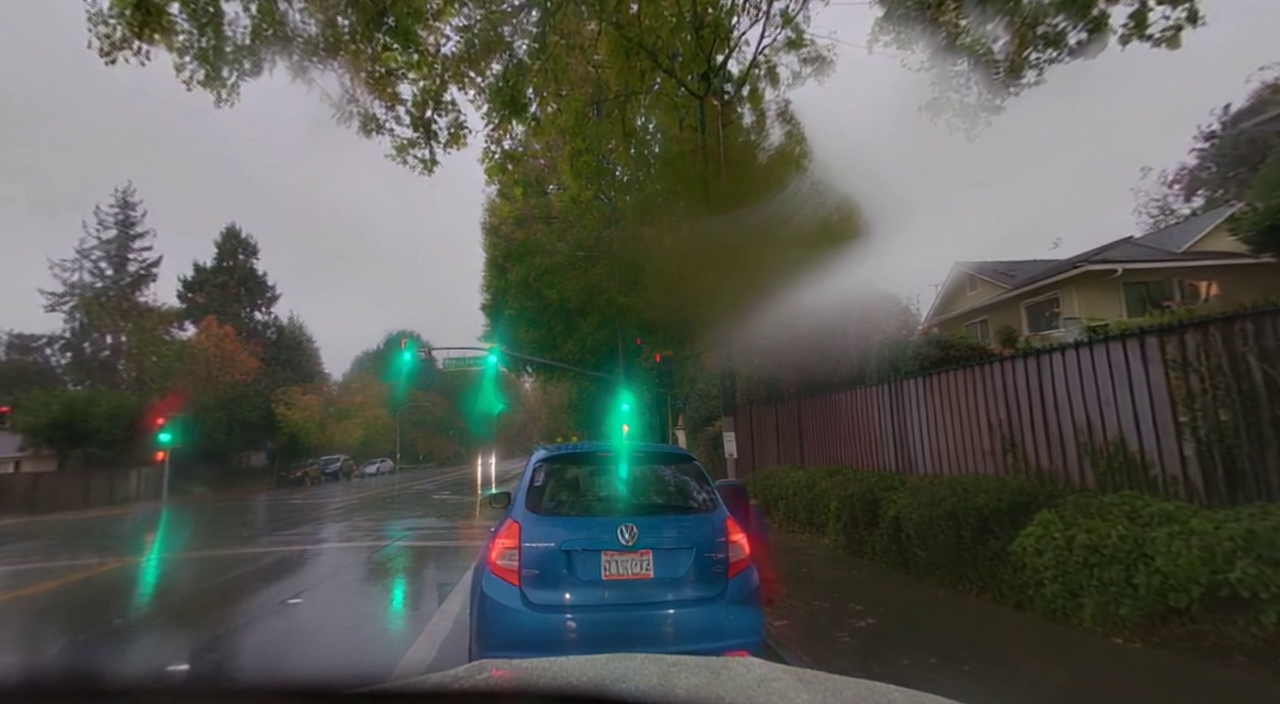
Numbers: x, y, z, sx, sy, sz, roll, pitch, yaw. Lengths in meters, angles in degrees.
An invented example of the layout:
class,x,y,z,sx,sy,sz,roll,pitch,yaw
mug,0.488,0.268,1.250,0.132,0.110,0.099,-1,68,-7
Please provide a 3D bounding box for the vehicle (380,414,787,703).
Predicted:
class,x,y,z,sx,sy,sz,roll,pitch,yaw
vehicle,-0.491,1.344,5.059,2.024,1.502,3.702,1,-9,-8
